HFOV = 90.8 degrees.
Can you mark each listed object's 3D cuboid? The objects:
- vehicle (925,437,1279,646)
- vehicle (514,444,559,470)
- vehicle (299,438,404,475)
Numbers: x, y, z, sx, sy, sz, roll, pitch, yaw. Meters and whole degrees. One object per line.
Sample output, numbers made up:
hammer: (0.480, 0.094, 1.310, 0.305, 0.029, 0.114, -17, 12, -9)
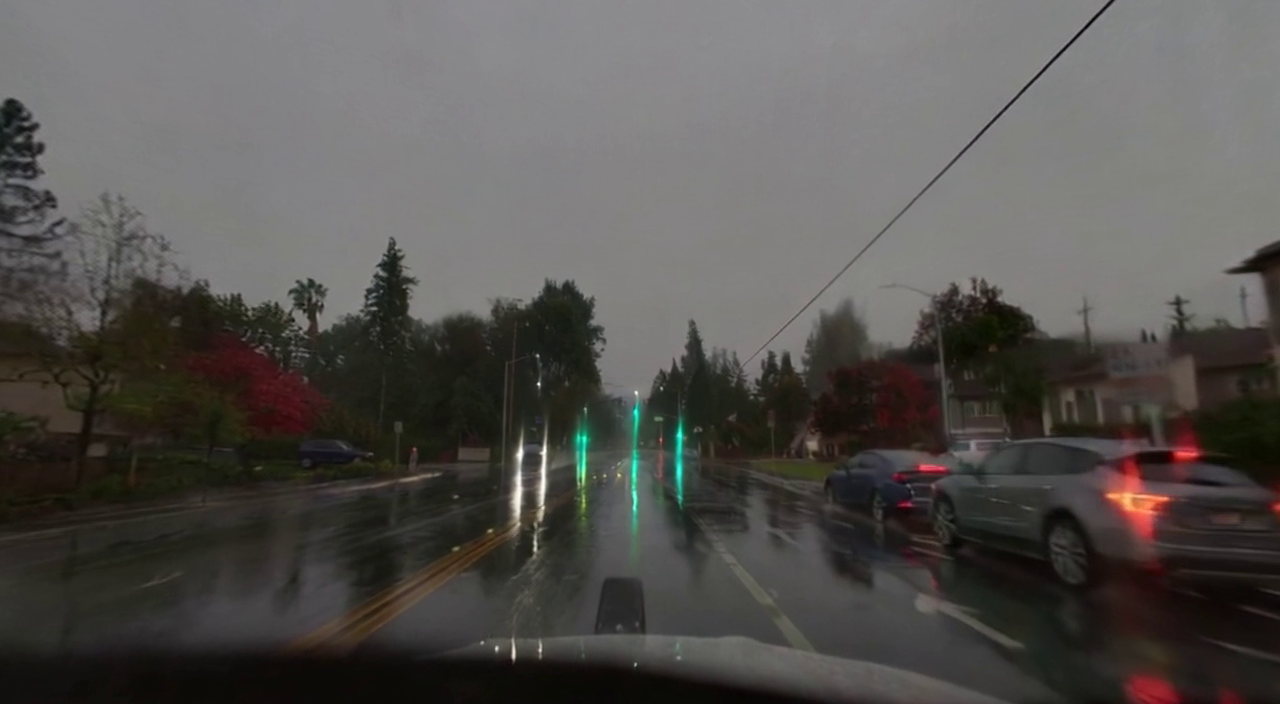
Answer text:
vehicle: (5.169, 1.792, 7.140, 1.891, 1.611, 4.269, 0, -8, 0)
vehicle: (-6.579, 6.696, 40.509, 2.057, 1.495, 4.592, 0, -8, 1)
vehicle: (-16.257, 5.859, 35.714, 5.125, 1.941, 2.086, 4, -9, -26)
